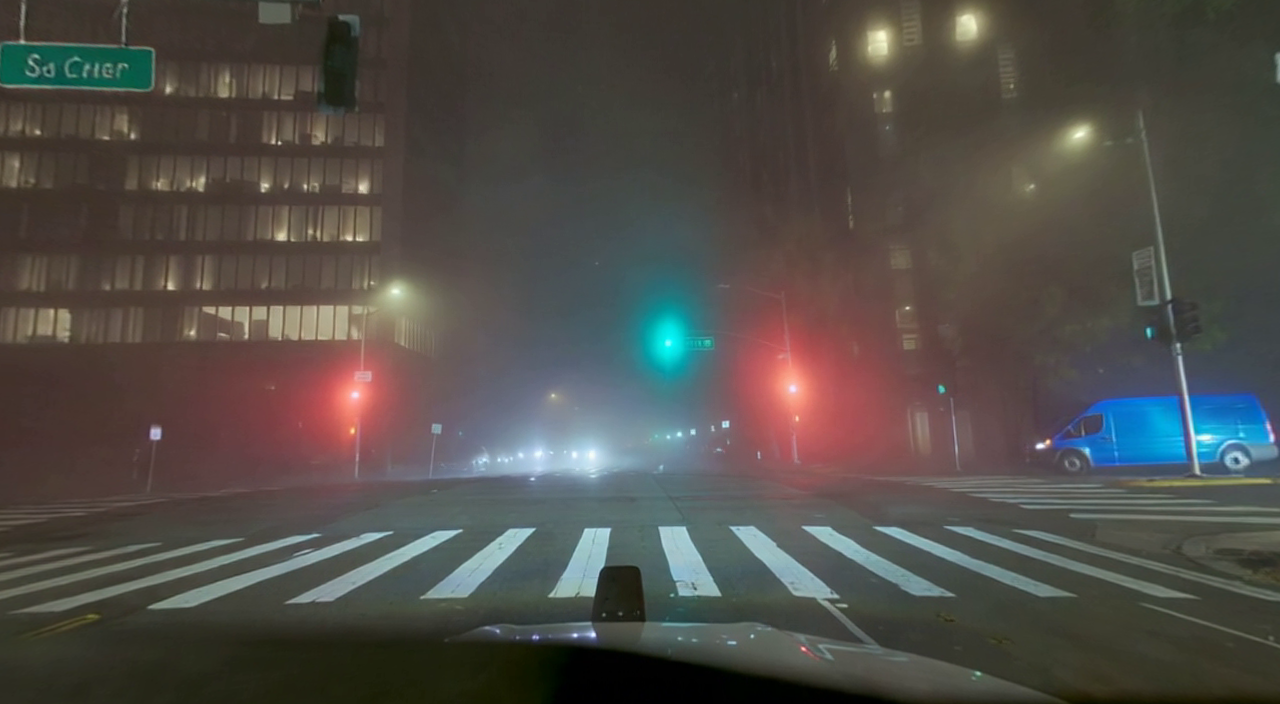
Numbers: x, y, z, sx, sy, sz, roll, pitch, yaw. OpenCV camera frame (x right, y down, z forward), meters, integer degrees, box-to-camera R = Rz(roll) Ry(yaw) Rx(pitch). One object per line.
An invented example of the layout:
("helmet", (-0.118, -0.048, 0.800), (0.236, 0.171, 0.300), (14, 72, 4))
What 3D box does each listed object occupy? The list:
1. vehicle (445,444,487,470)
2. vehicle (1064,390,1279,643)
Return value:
("vehicle", (-12.449, 7.505, 45.381), (1.935, 1.639, 4.244), (-3, -8, -2))
("vehicle", (5.658, 1.137, 4.270), (2.070, 1.804, 4.881), (0, -8, -1))
